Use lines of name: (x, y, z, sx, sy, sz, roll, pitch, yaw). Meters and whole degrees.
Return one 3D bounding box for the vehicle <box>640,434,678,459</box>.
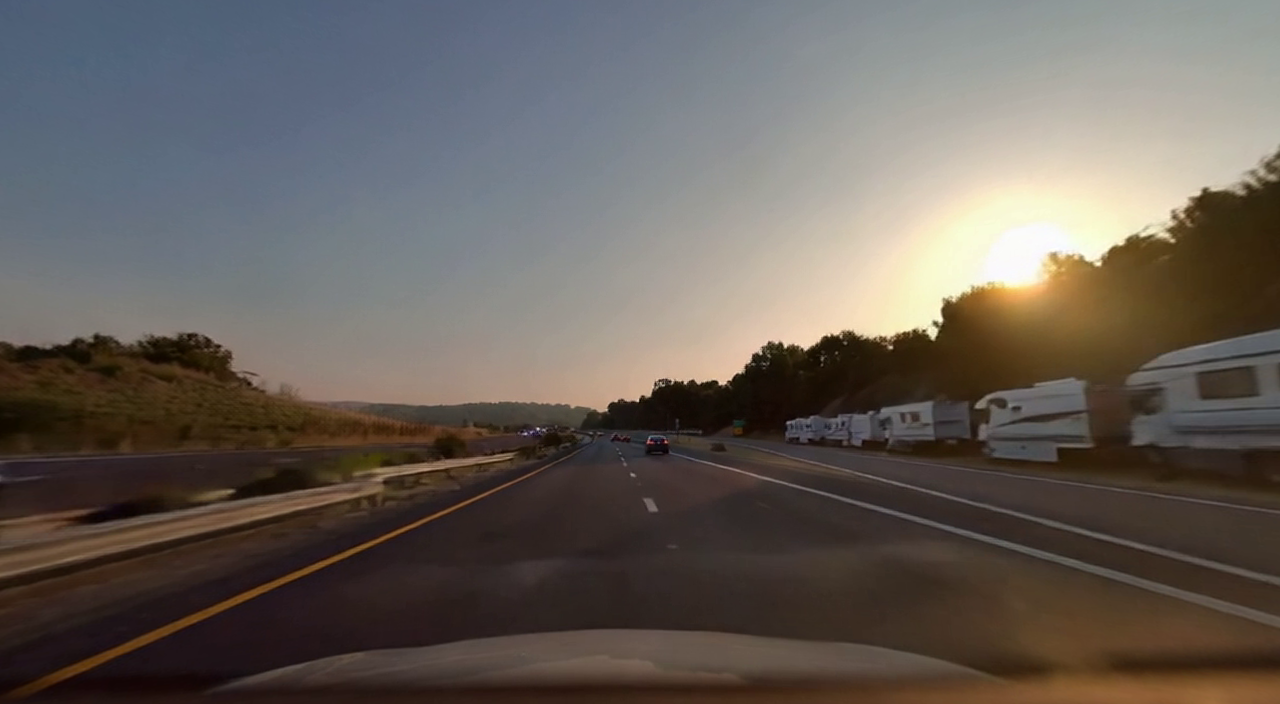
vehicle: (1.137, 5.843, 39.081, 2.037, 1.504, 4.248, 0, -8, -2)
